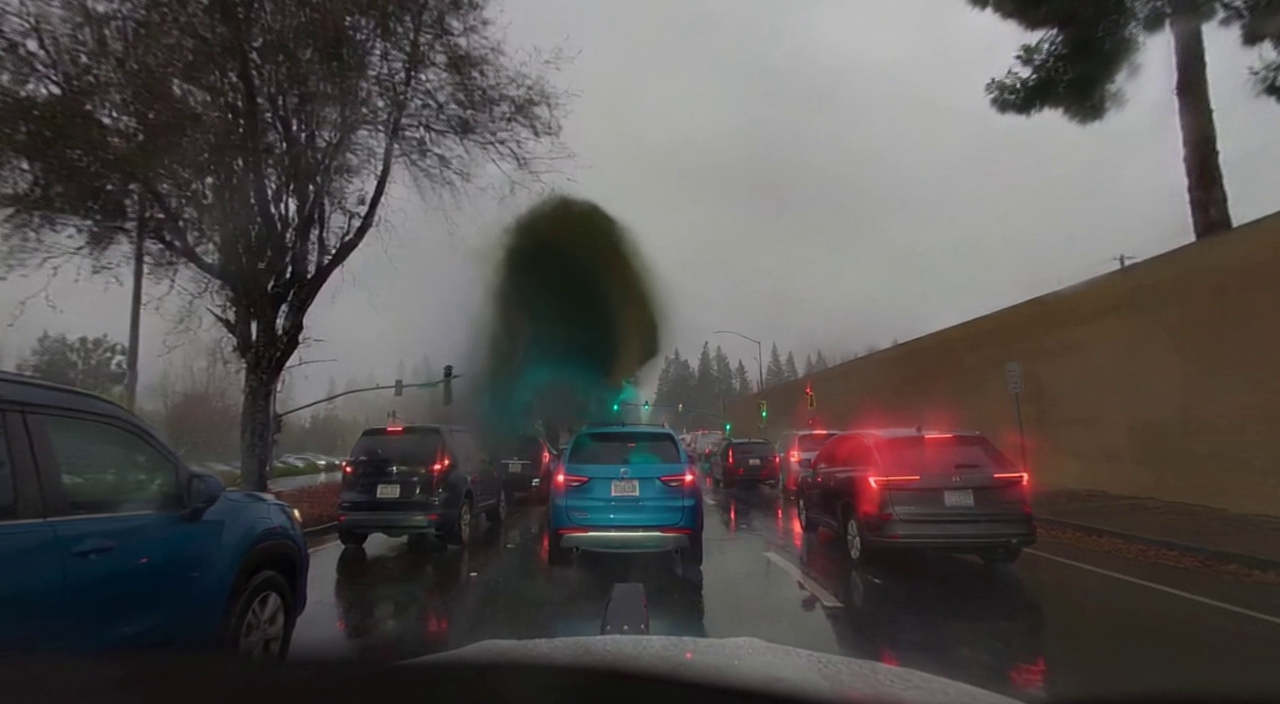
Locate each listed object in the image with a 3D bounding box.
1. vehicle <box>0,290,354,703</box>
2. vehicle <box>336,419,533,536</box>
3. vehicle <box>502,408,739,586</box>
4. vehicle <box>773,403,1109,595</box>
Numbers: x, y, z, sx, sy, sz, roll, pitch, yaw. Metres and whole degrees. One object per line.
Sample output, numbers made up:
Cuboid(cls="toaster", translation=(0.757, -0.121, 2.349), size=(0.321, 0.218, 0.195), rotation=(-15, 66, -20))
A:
Cuboid(cls="vehicle", translation=(-3.516, 0.828, 3.125), size=(2.070, 1.913, 4.450), rotation=(0, -8, 0))
Cuboid(cls="vehicle", translation=(-3.508, 2.243, 11.907), size=(2.067, 1.759, 4.631), rotation=(0, -8, 1))
Cuboid(cls="vehicle", translation=(-0.156, 1.663, 8.014), size=(2.245, 1.677, 3.913), rotation=(0, -8, 1))
Cuboid(cls="vehicle", translation=(3.142, 1.622, 7.830), size=(2.029, 1.702, 4.281), rotation=(0, -8, 0))
